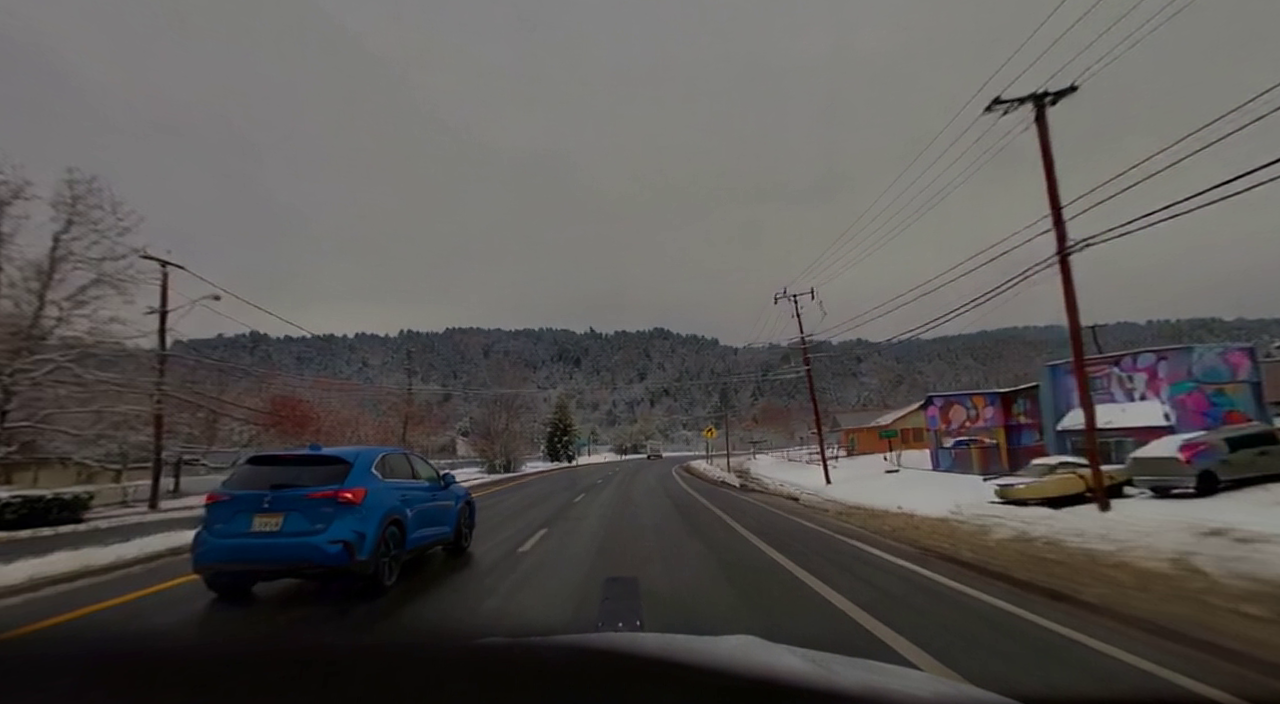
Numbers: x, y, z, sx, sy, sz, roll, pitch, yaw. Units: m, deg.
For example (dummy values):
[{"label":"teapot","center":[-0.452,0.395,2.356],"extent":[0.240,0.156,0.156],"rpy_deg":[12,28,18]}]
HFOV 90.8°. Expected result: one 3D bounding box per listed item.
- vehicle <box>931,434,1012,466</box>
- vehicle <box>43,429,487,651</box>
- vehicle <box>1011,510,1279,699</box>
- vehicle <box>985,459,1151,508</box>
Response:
[{"label":"vehicle","center":[24.065,7.092,45.820],"extent":[5.478,1.869,2.206],"rpy_deg":[1,-11,-27]},{"label":"vehicle","center":[-3.074,1.592,6.458],"extent":[1.972,1.496,4.150],"rpy_deg":[0,-8,0]},{"label":"vehicle","center":[7.295,3.190,8.735],"extent":[1.976,1.563,3.852],"rpy_deg":[0,-8,0]},{"label":"vehicle","center":[16.829,5.174,25.069],"extent":[4.995,1.794,2.020],"rpy_deg":[-1,-8,4]}]
